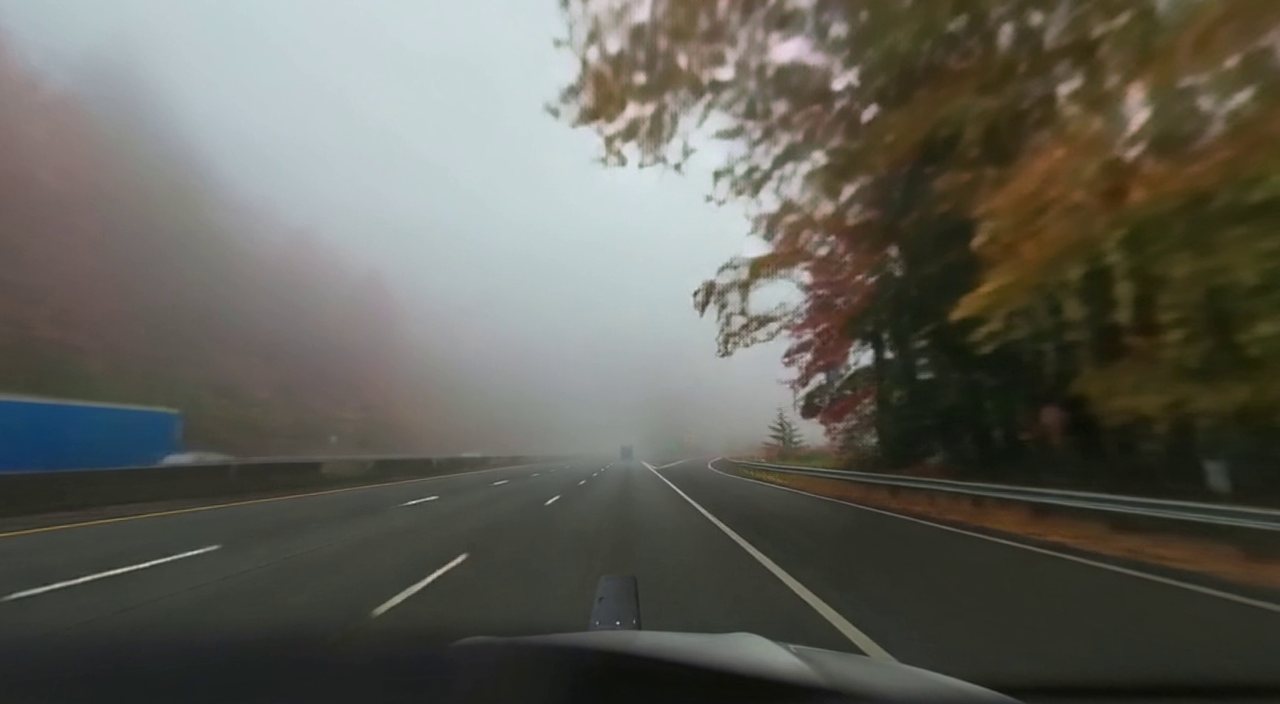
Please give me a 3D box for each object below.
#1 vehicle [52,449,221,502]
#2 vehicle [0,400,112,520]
[{"bbox_3d":[-16.093,3.932,20.398,1.902,1.480,4.328,0,-9,0],"label":"vehicle"},{"bbox_3d":[-20.797,3.069,17.615,2.960,3.582,10.273,0,-9,-1],"label":"vehicle"}]
